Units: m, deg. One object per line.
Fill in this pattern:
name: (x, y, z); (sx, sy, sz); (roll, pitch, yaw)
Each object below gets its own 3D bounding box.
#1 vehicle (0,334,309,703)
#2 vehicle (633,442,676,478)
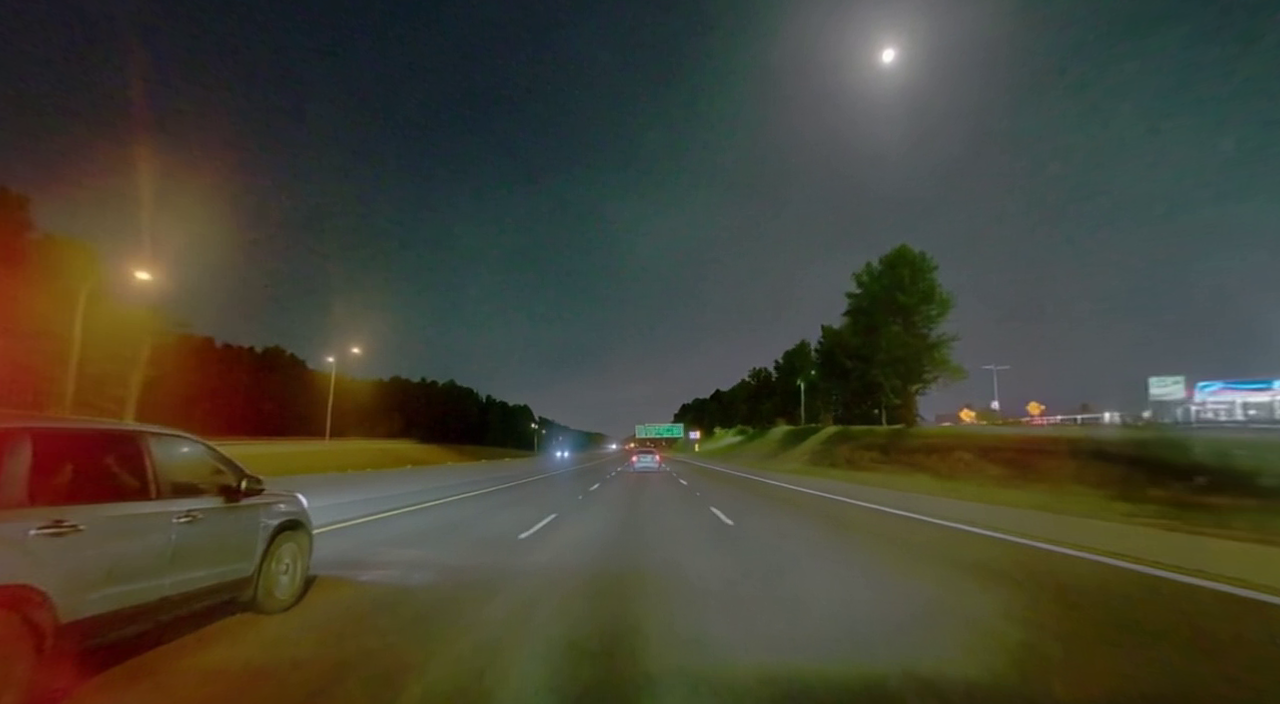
vehicle: (-3.875, 0.859, 2.893); (2.139, 1.804, 4.611); (0, -9, 1)
vehicle: (0.705, 5.571, 32.732); (2.087, 1.682, 4.388); (0, -9, 0)
